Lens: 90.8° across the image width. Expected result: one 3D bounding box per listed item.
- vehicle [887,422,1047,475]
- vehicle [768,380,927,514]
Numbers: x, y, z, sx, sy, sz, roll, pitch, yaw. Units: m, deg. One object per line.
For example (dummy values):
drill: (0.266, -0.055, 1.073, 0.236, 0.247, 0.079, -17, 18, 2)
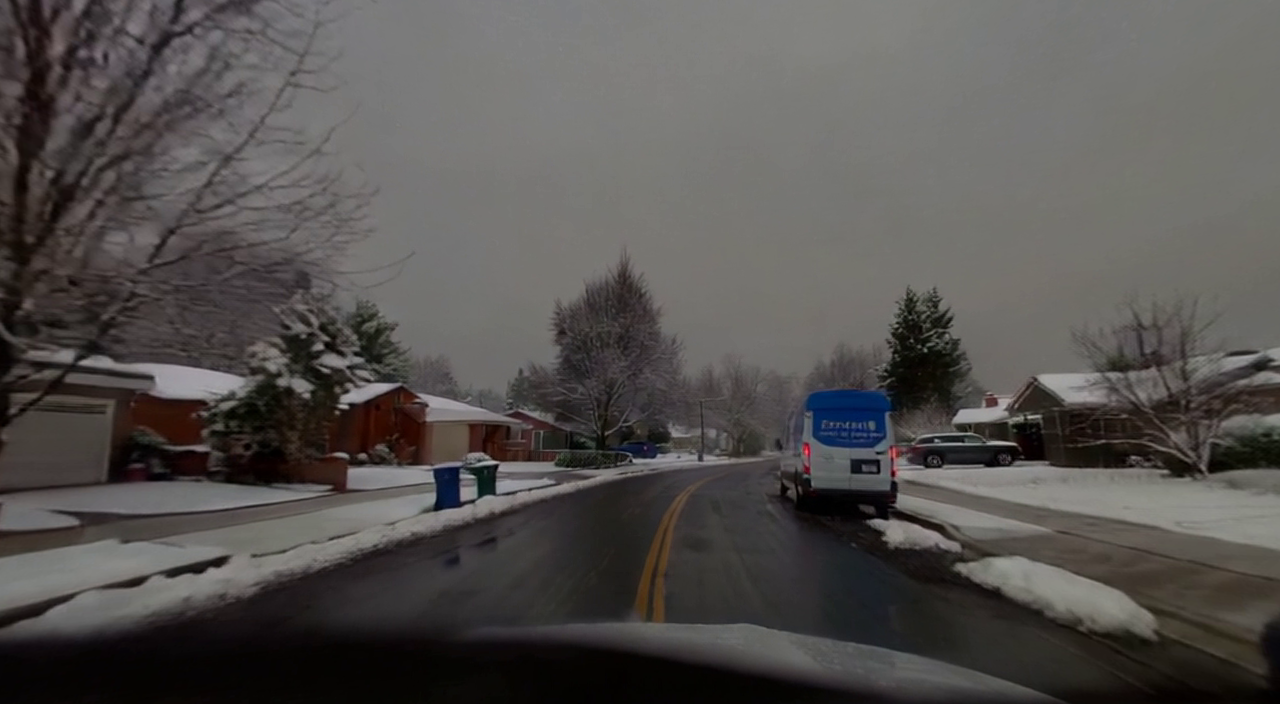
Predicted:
vehicle: (12.181, 3.696, 23.898, 4.791, 1.472, 2.114, -7, -11, 9)
vehicle: (4.871, 2.403, 16.132, 2.684, 2.712, 6.197, -1, -9, 8)
